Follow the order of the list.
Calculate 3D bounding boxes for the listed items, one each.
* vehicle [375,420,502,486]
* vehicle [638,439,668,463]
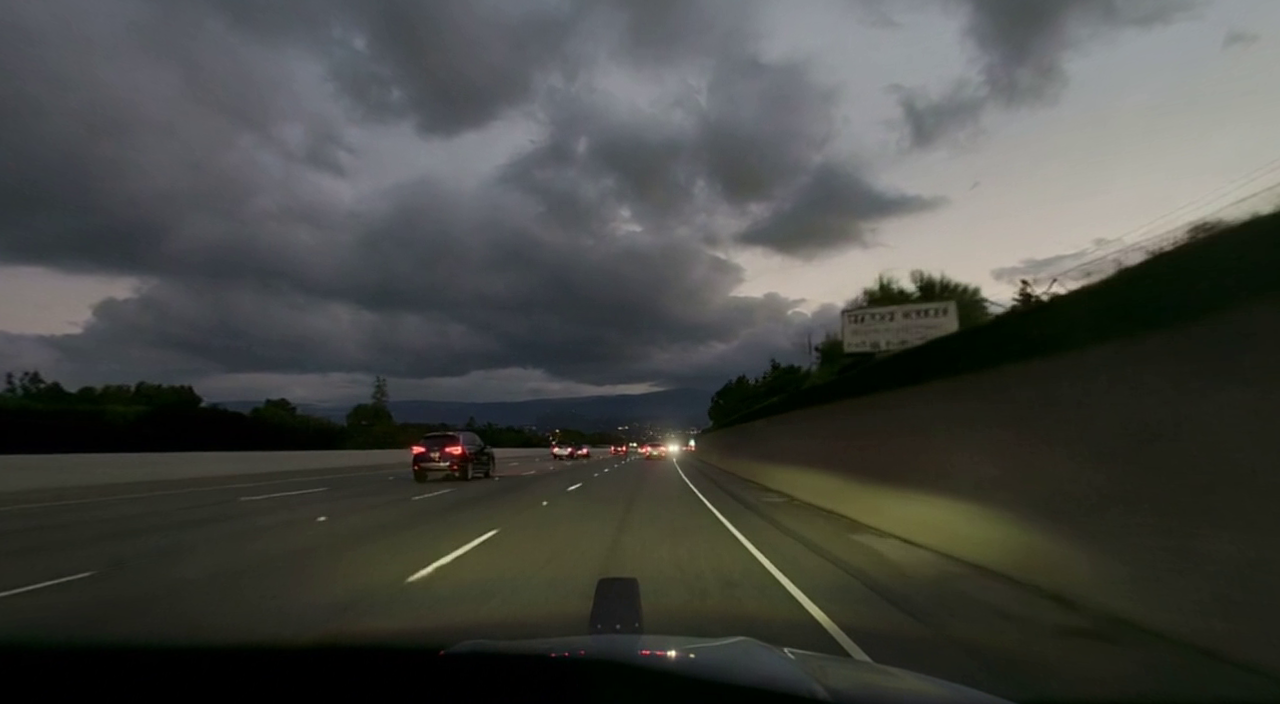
[{"bbox_3d":[-6.756,3.495,21.999,2.438,1.967,5.596,0,-8,1],"label":"vehicle"},{"bbox_3d":[0.916,7.378,47.142,2.141,1.706,4.065,0,-8,0],"label":"vehicle"}]
